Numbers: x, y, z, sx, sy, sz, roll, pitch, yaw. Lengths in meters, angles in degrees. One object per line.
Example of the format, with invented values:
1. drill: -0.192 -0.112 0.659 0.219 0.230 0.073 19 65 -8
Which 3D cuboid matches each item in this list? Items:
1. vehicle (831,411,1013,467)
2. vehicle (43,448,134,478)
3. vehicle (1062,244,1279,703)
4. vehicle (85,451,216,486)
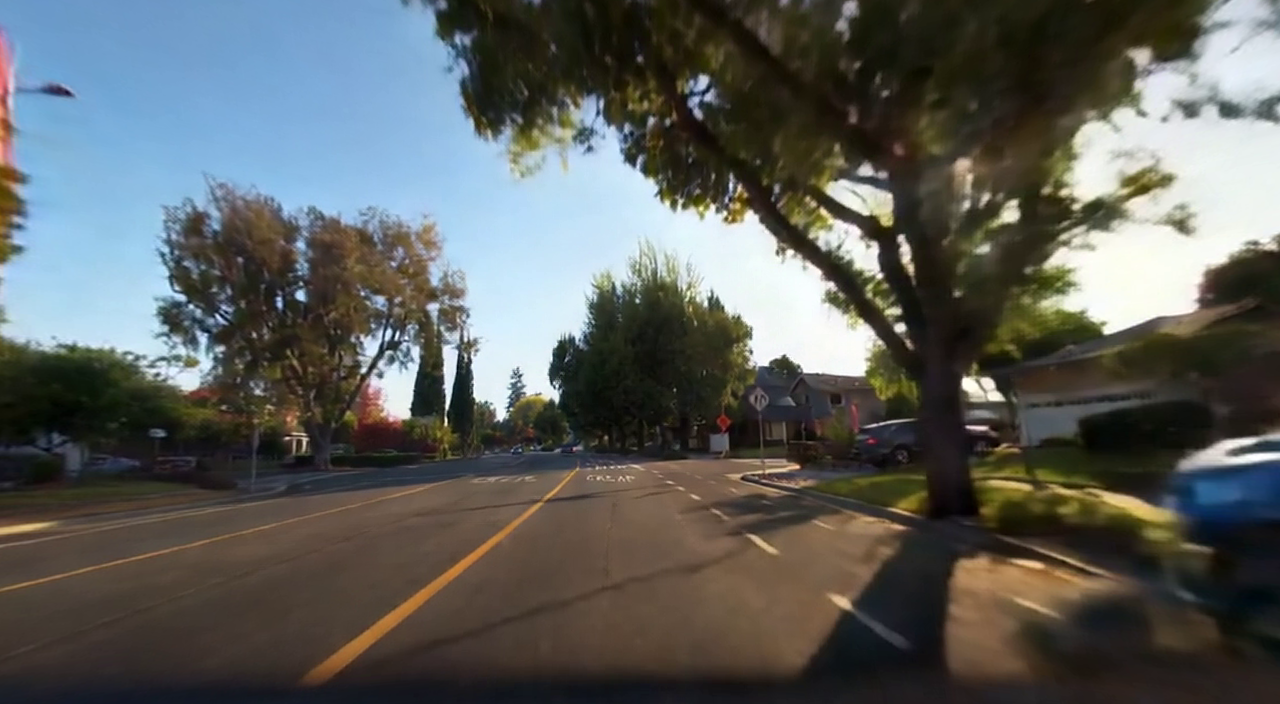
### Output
1. vehicle: 10.956 3.438 24.940 5.949 2.092 2.570 0 -8 -3
2. vehicle: -41.548 8.327 47.805 2.216 2.031 5.521 1 -8 -5
3. vehicle: 4.435 0.376 0.548 2.794 2.437 7.684 0 -8 0
4. vehicle: -26.504 6.306 34.398 5.067 1.792 2.217 1 -8 -10
